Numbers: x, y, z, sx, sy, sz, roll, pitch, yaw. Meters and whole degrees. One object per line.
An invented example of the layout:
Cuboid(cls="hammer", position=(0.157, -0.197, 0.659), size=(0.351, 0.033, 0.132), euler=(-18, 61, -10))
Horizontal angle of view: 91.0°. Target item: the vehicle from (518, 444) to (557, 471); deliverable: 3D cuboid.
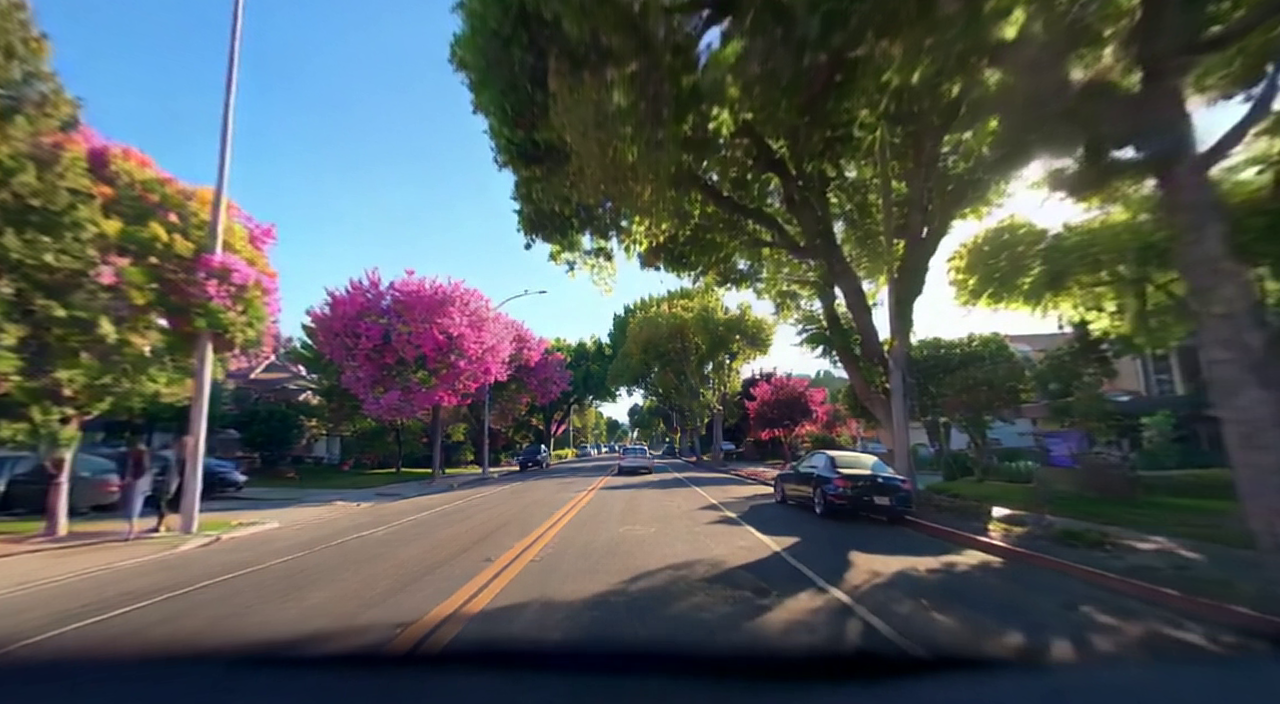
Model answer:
Cuboid(cls="vehicle", position=(-7.561, 7.837, 46.686), size=(2.022, 1.795, 4.337), euler=(-3, -10, 1))

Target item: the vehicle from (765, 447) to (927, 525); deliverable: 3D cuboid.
Cuboid(cls="vehicle", position=(4.473, 2.962, 14.698), size=(1.977, 1.481, 5.155), euler=(0, -8, -1))

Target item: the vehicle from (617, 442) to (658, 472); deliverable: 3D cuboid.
Cuboid(cls="vehicle", position=(-0.149, 5.609, 33.725), size=(2.104, 1.500, 3.815), euler=(0, -8, -1))
